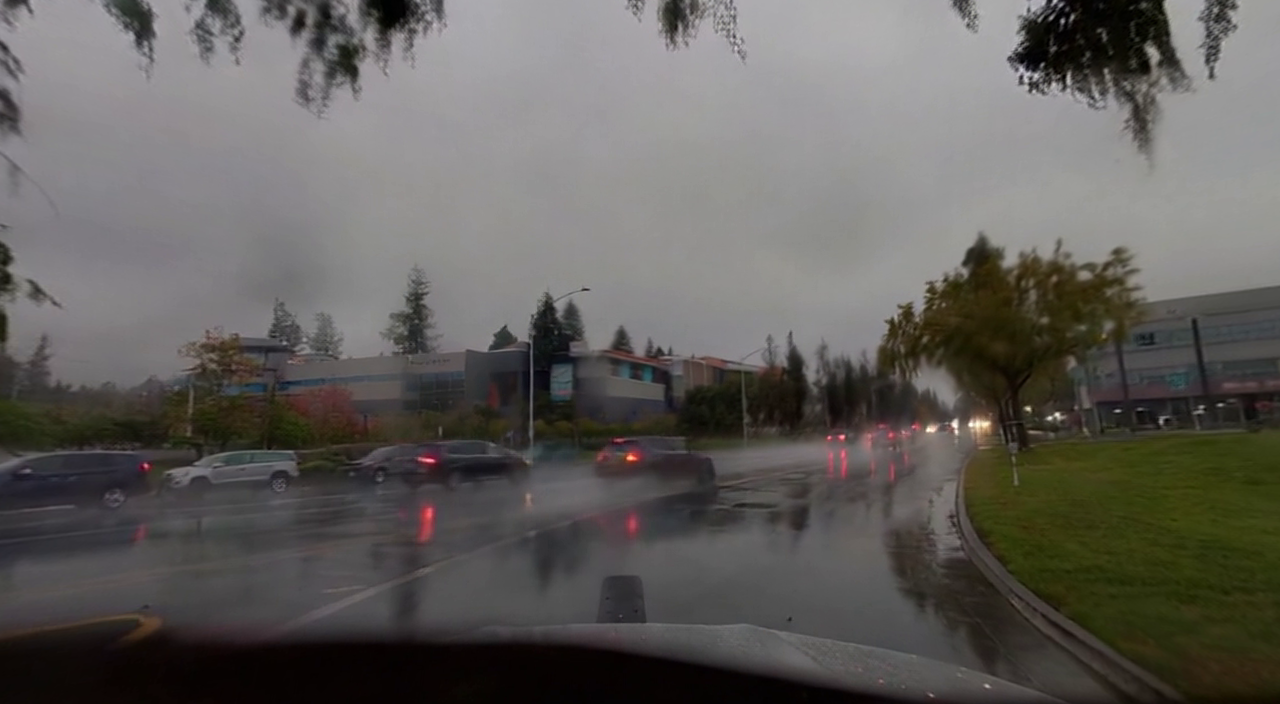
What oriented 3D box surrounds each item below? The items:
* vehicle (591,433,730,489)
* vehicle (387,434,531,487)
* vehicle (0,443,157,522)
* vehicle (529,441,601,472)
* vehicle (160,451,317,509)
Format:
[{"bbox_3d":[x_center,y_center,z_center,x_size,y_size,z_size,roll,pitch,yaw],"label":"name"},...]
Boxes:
[{"bbox_3d":[0.741,3.288,19.239,1.984,1.482,4.482,-7,-11,37],"label":"vehicle"},{"bbox_3d":[-6.831,4.152,24.326,2.506,1.718,4.822,-11,-13,34],"label":"vehicle"},{"bbox_3d":[-17.421,3.720,18.326,2.294,2.000,4.788,-6,-9,29],"label":"vehicle"},{"bbox_3d":[-4.517,6.368,38.737,1.926,1.691,4.646,-4,-8,31],"label":"vehicle"},{"bbox_3d":[-14.493,4.568,23.065,1.904,1.719,4.326,-5,-9,33],"label":"vehicle"}]
